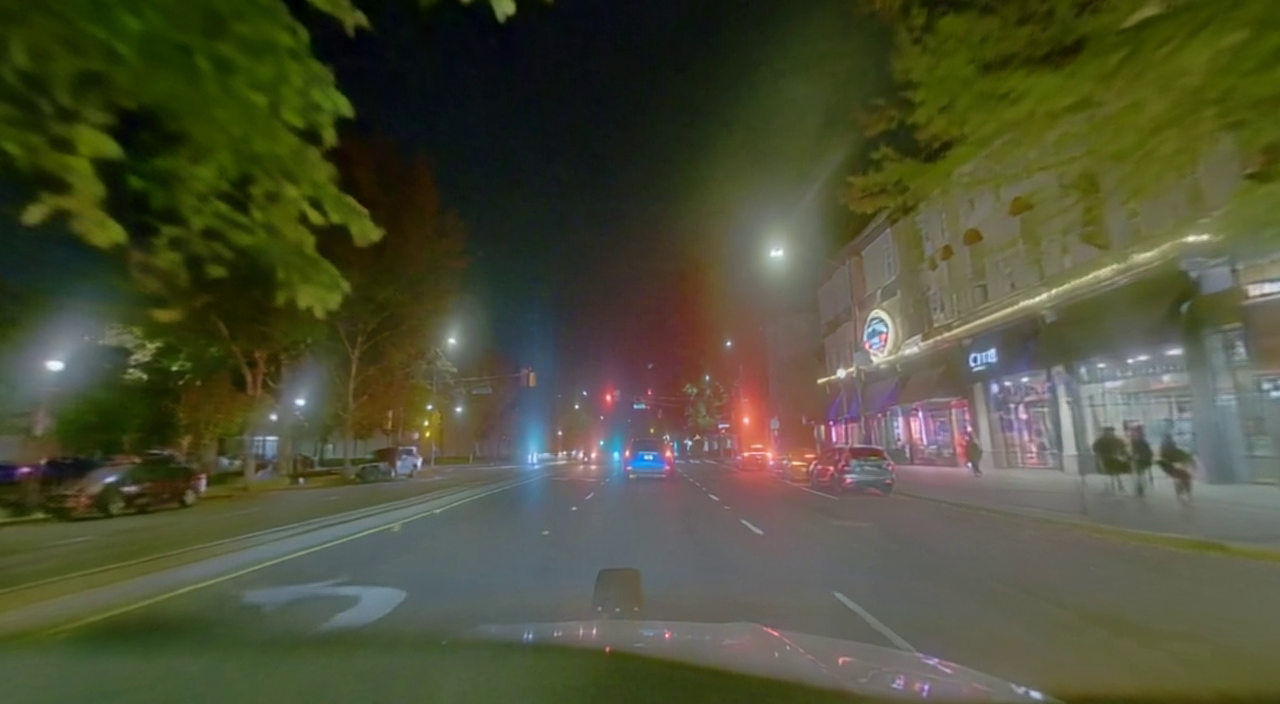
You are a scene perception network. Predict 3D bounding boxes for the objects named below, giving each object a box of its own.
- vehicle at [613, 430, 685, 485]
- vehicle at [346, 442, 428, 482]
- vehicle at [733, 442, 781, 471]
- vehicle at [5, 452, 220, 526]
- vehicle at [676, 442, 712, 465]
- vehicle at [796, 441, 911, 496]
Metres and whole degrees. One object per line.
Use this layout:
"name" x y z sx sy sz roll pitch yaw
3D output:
"vehicle" 0.287 3.822 23.202 2.382 1.796 4.610 0 -8 0
"vehicle" -13.496 5.870 34.109 2.197 1.985 5.183 0 -8 1
"vehicle" 6.696 6.024 36.603 1.986 1.515 4.265 0 -9 0
"vehicle" -13.775 3.546 16.949 1.934 1.639 4.387 0 -8 0
"vehicle" 3.714 7.064 44.203 2.209 1.478 4.138 0 -8 0
"vehicle" 6.448 3.564 19.724 2.048 1.484 4.709 0 -8 1
